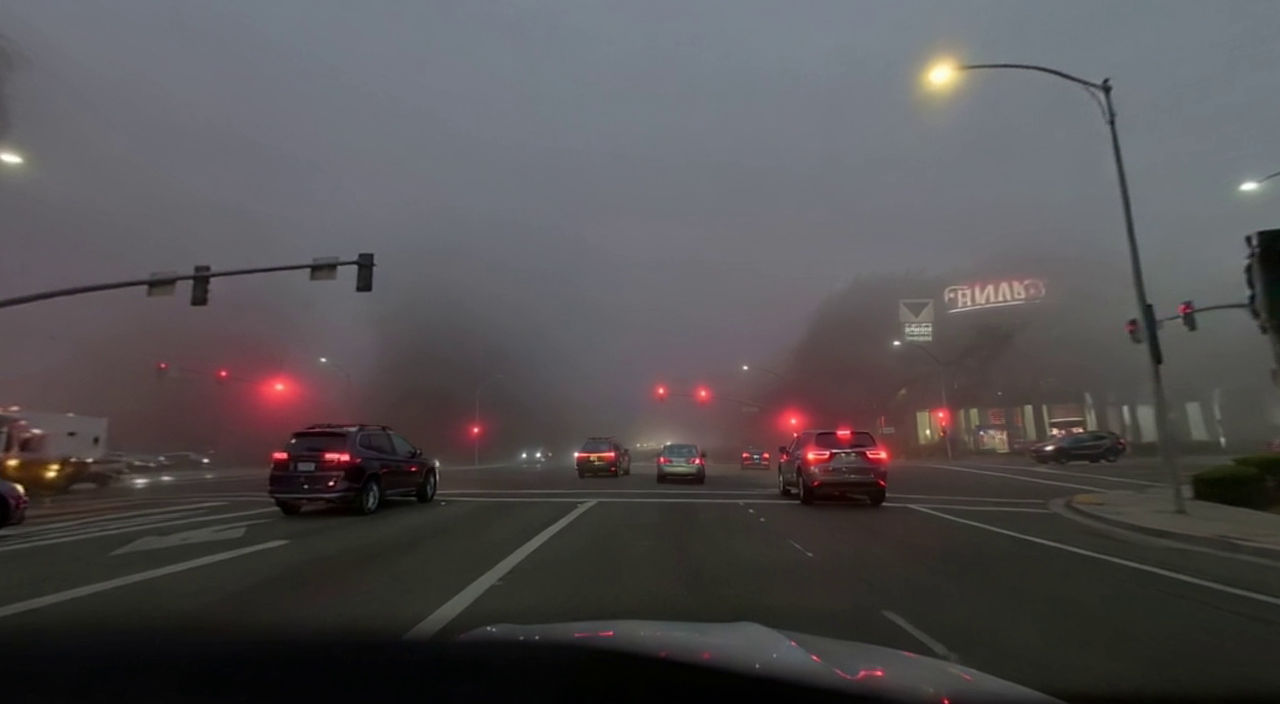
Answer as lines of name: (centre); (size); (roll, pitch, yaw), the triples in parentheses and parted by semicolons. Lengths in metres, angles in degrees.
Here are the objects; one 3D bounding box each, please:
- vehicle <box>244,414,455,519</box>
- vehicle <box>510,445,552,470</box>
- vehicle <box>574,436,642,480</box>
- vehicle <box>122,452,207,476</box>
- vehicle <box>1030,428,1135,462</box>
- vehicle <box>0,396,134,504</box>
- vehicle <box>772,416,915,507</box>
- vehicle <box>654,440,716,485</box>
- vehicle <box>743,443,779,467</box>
vehicle: (-5.981, 2.443, 13.870); (2.127, 1.888, 4.637); (-1, -9, 4)
vehicle: (-7.660, 7.312, 44.027); (2.041, 1.660, 4.371); (3, -9, -21)
vehicle: (-1.276, 4.606, 27.742); (2.088, 1.746, 4.650); (-2, -9, 8)
vehicle: (-34.161, 8.017, 45.450); (4.942, 1.602, 2.111); (-2, -8, 13)
vehicle: (26.251, 5.573, 37.646); (4.557, 1.848, 2.008); (-3, -9, 9)
vehicle: (-23.378, 3.954, 25.750); (3.436, 3.529, 11.210); (3, -9, -35)
vehicle: (4.902, 2.744, 16.171); (2.267, 1.931, 5.145); (-1, -9, 4)
vehicle: (1.742, 4.024, 23.193); (2.057, 1.492, 3.825); (-1, -9, 7)
vehicle: (8.099, 6.909, 42.650); (2.149, 1.532, 4.168); (-2, -9, 8)
